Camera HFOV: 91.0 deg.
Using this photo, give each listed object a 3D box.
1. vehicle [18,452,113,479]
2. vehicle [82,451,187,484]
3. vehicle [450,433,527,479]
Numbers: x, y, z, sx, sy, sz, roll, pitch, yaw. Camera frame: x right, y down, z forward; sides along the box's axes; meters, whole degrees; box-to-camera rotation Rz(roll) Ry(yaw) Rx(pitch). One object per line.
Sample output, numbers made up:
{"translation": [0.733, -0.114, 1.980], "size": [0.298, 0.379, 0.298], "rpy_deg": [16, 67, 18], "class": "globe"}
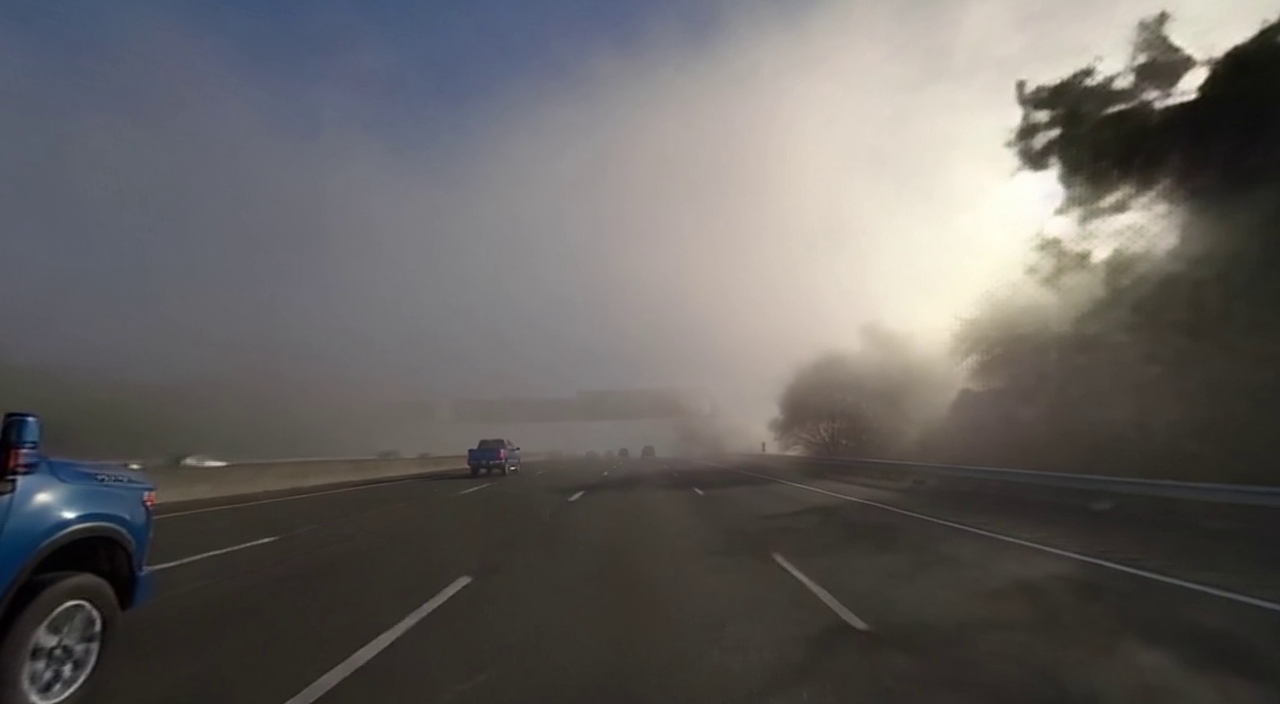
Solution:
{"translation": [-35.159, 6.908, 38.678], "size": [1.819, 1.531, 4.209], "rpy_deg": [0, -9, 0], "class": "vehicle"}
{"translation": [-25.093, 5.704, 31.472], "size": [1.815, 1.496, 4.136], "rpy_deg": [0, -9, 0], "class": "vehicle"}
{"translation": [-6.912, 4.828, 29.453], "size": [2.260, 1.917, 5.499], "rpy_deg": [0, -9, 0], "class": "vehicle"}
